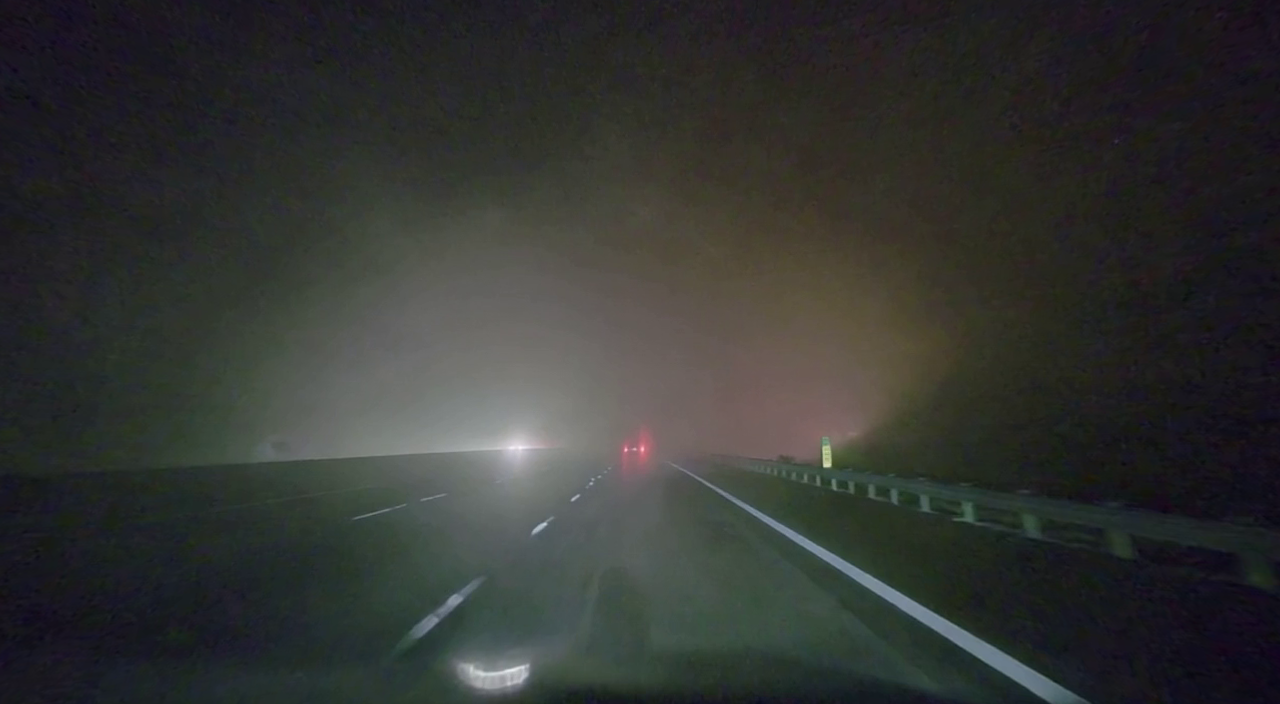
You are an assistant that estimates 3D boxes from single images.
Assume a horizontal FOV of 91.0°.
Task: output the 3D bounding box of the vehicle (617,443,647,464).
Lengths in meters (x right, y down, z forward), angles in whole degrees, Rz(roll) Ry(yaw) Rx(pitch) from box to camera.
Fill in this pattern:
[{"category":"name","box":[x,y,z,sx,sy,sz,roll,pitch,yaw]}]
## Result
[{"category":"vehicle","box":[-0.596,7.508,46.699,2.083,1.524,4.251,0,-8,0]}]
